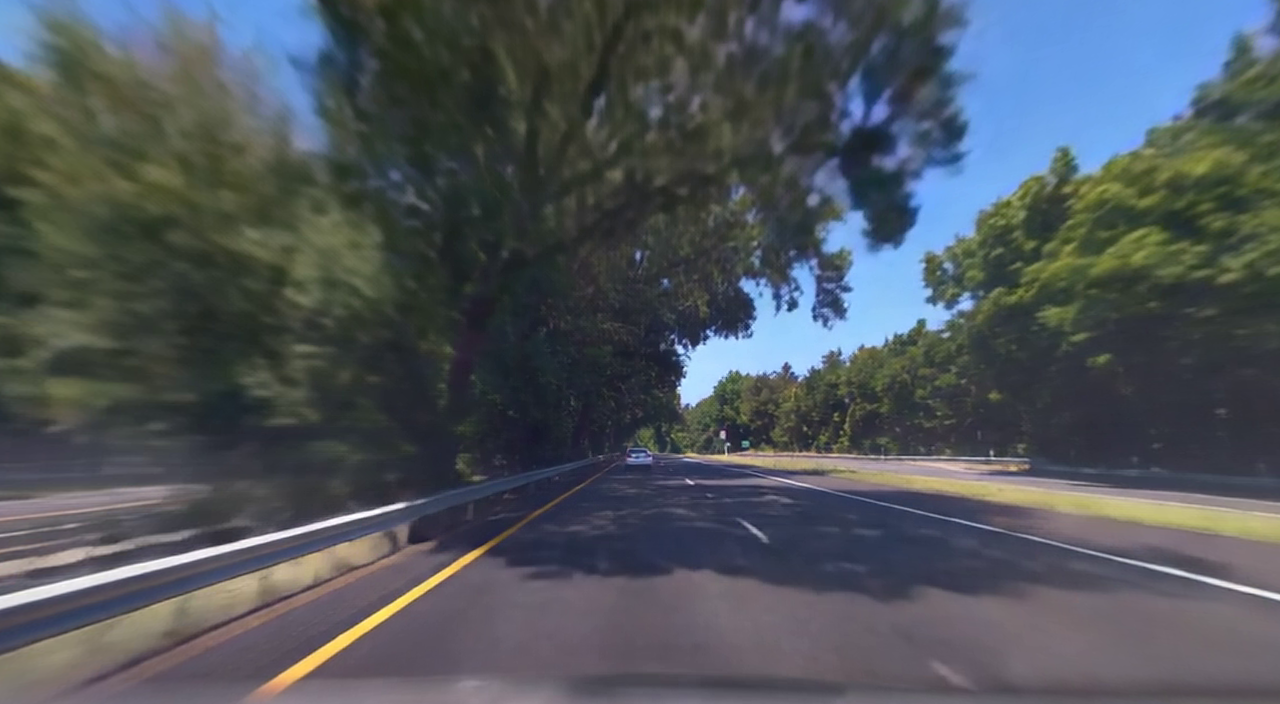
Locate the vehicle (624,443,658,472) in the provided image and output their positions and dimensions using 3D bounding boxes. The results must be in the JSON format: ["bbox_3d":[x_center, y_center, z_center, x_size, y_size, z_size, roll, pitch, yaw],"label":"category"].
[{"bbox_3d":[0.019,6.475,38.853,1.987,1.658,3.620,0,-9,-1],"label":"vehicle"}]
